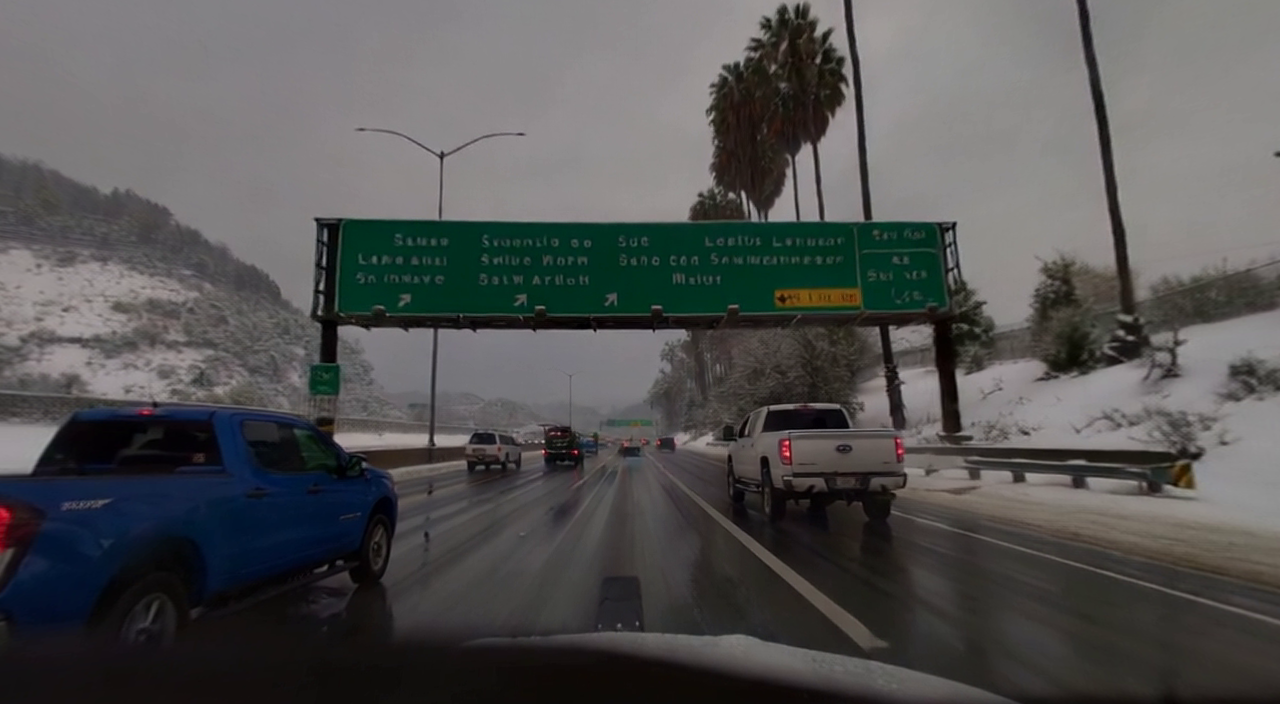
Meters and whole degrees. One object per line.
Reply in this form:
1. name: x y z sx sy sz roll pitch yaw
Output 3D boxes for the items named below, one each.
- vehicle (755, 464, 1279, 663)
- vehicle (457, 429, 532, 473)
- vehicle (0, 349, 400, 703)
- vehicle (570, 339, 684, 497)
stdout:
1. vehicle: 3.086 1.777 6.653 2.635 1.036 5.568 0 -9 -1
2. vehicle: -7.004 4.881 31.194 2.344 1.954 5.579 0 -9 0
3. vehicle: -3.222 1.082 3.889 1.885 1.654 4.103 0 -9 0
4. vehicle: -0.264 2.477 21.602 2.906 4.040 10.743 0 -9 1
